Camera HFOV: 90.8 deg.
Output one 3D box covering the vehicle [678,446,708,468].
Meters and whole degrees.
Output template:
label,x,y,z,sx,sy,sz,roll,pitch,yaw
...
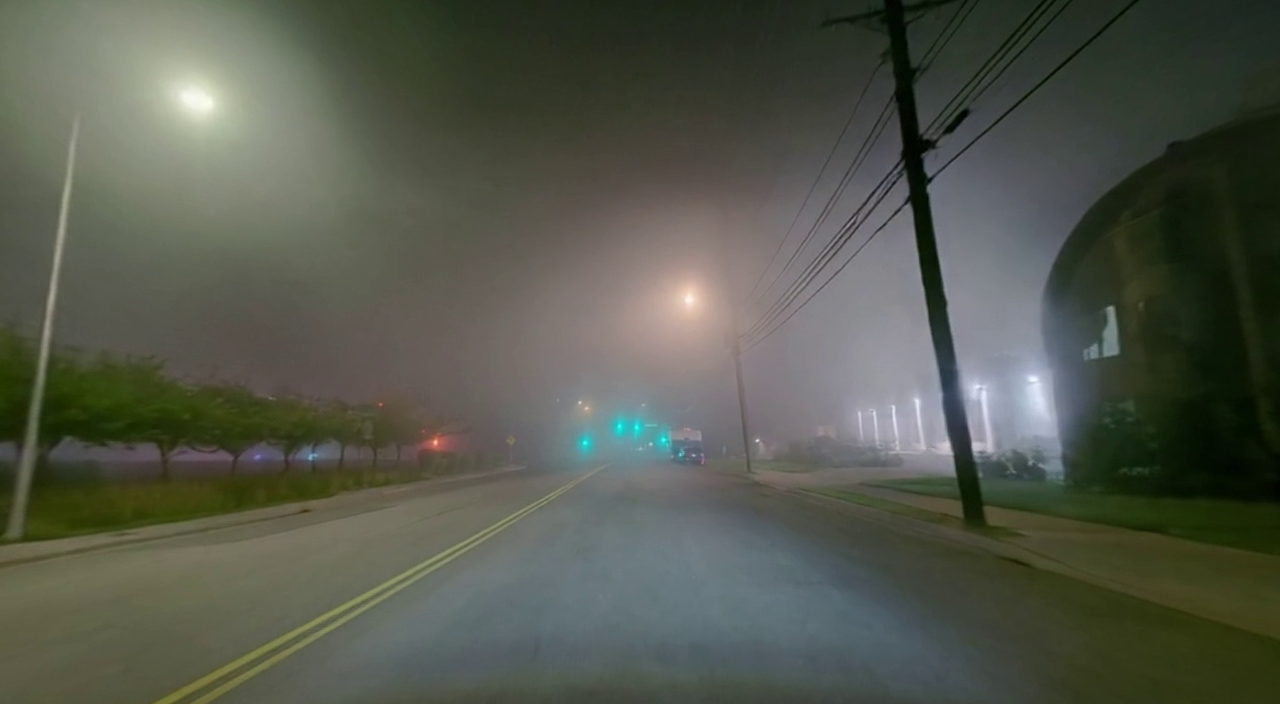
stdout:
label,x,y,z,sx,sy,sz,roll,pitch,yaw
vehicle,4.024,8.083,48.763,1.852,1.497,3.672,-2,-8,-2
